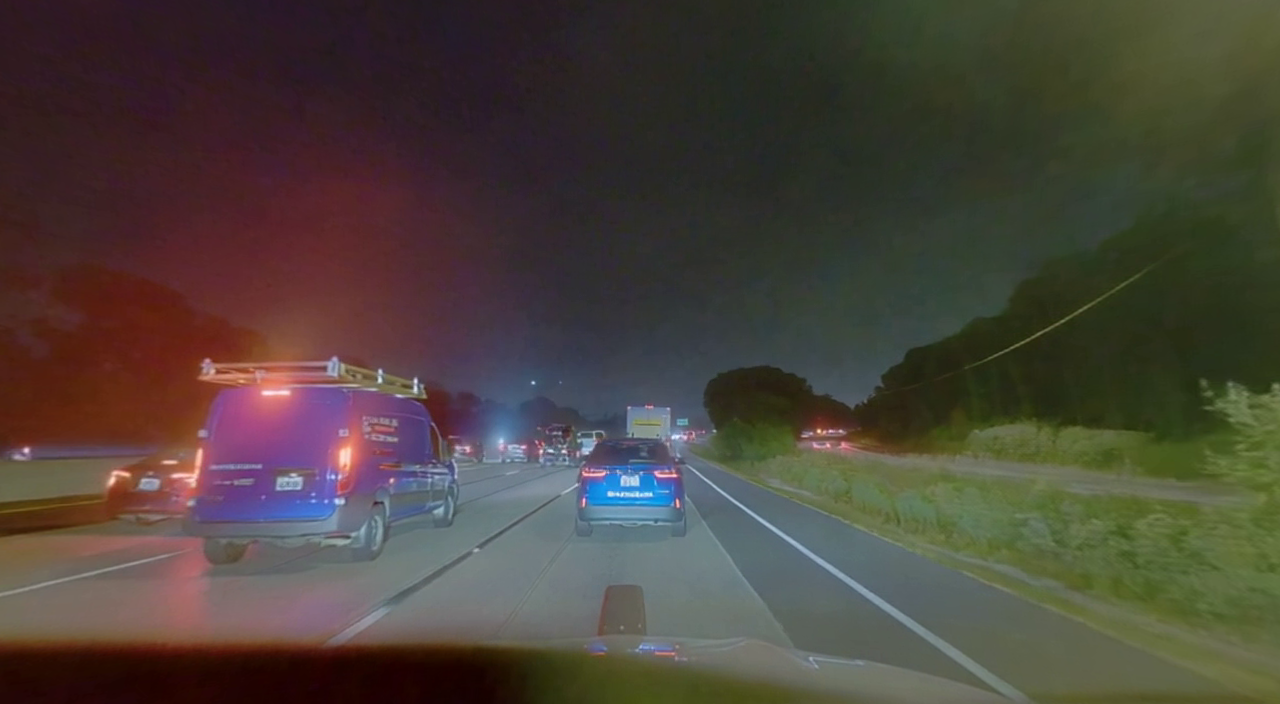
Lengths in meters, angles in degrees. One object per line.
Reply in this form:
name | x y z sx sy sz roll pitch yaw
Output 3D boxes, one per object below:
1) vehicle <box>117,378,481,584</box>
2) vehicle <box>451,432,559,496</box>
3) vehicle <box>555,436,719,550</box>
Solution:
vehicle | -3.833 1.556 8.318 2.142 1.952 4.556 0 -8 1
vehicle | -3.831 3.268 18.755 2.114 1.657 4.432 0 -8 2
vehicle | -0.065 2.082 10.006 2.054 1.421 4.090 0 -8 -1
